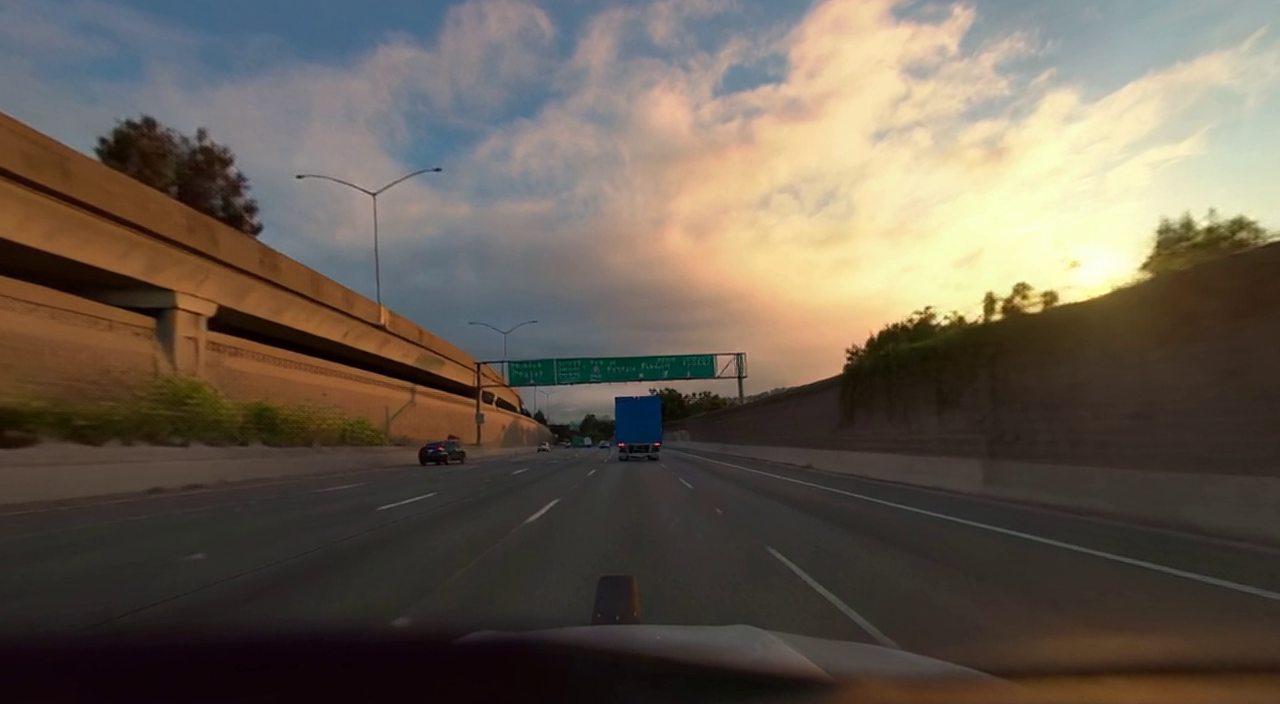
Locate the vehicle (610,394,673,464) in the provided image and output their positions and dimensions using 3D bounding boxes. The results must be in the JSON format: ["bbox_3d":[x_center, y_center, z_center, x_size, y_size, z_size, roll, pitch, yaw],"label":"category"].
[{"bbox_3d":[-0.204,4.963,39.328,3.233,3.678,11.032,0,-9,-3],"label":"vehicle"}]

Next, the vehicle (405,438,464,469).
[{"bbox_3d":[-11.426,5.645,35.388,1.919,1.625,4.183,0,-8,-1],"label":"vehicle"}]

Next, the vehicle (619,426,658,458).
[{"bbox_3d":[-0.135,5.159,36.094,2.052,1.666,4.358,0,-8,-2],"label":"vehicle"}]
